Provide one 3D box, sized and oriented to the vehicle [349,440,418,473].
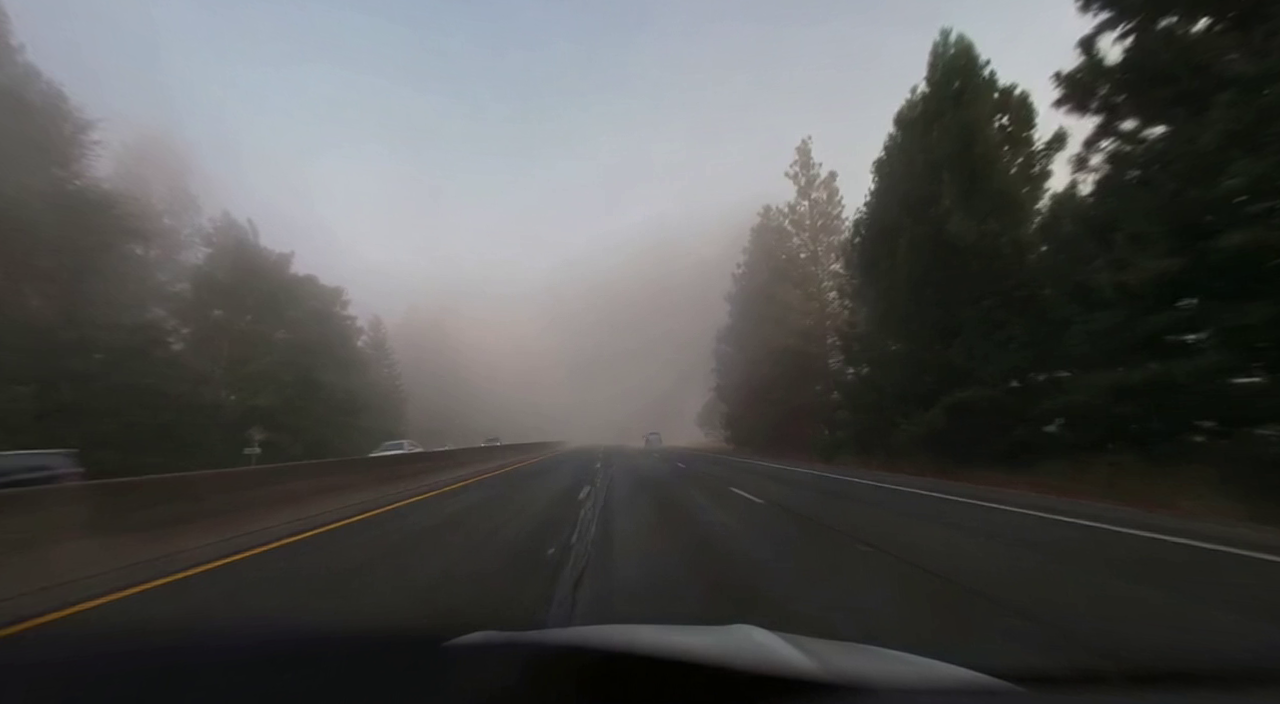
[{"bbox_3d":[-12.630,5.135,31.287,1.908,1.459,3.917,0,-8,-3],"label":"vehicle"}]
